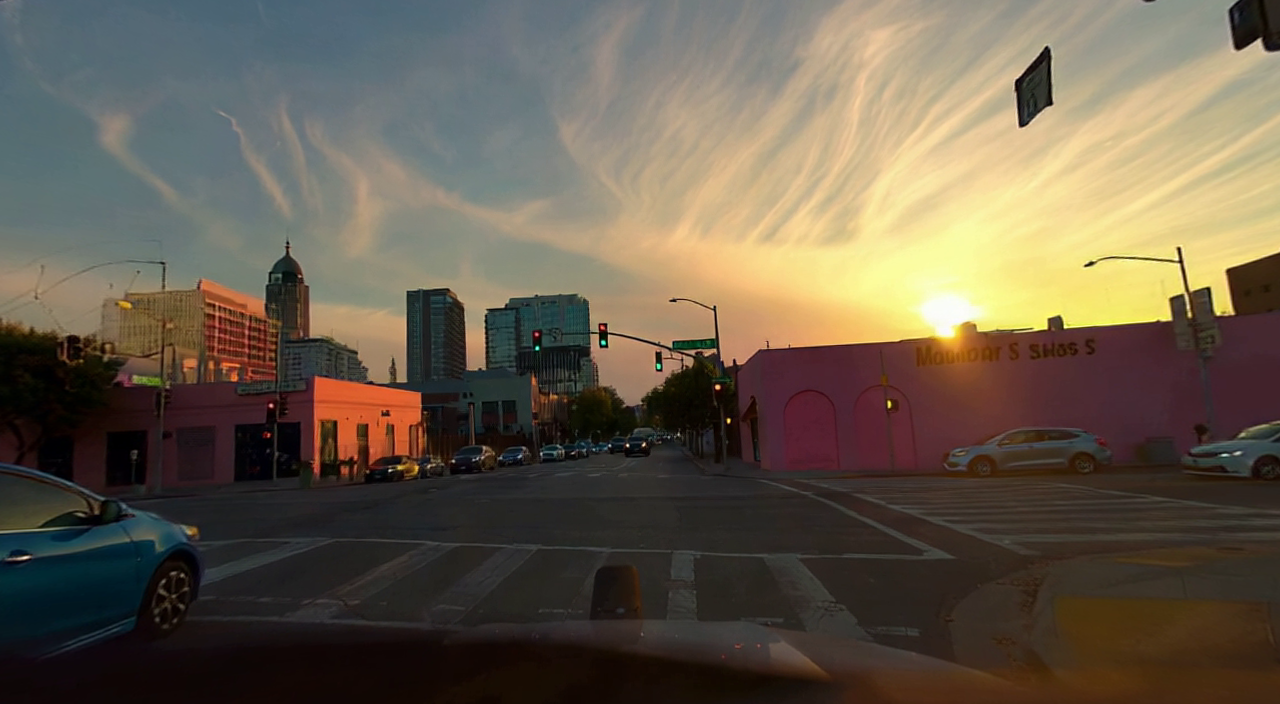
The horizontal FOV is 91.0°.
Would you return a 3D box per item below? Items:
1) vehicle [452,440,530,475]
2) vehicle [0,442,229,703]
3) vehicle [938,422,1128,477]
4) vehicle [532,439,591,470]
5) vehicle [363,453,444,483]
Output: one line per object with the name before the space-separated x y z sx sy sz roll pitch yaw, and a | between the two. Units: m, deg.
vehicle | -8.379 5.977 36.057 2.152 1.825 5.406 -2 -9 12
vehicle | -3.735 0.972 2.153 1.759 1.325 4.295 0 -9 0
vehicle | 11.565 2.898 18.795 4.355 1.546 1.820 -1 -9 6
vehicle | -4.498 5.977 36.883 1.928 1.647 4.575 -2 -9 13
vehicle | -12.593 6.170 33.873 1.976 1.425 4.567 -1 -9 9
